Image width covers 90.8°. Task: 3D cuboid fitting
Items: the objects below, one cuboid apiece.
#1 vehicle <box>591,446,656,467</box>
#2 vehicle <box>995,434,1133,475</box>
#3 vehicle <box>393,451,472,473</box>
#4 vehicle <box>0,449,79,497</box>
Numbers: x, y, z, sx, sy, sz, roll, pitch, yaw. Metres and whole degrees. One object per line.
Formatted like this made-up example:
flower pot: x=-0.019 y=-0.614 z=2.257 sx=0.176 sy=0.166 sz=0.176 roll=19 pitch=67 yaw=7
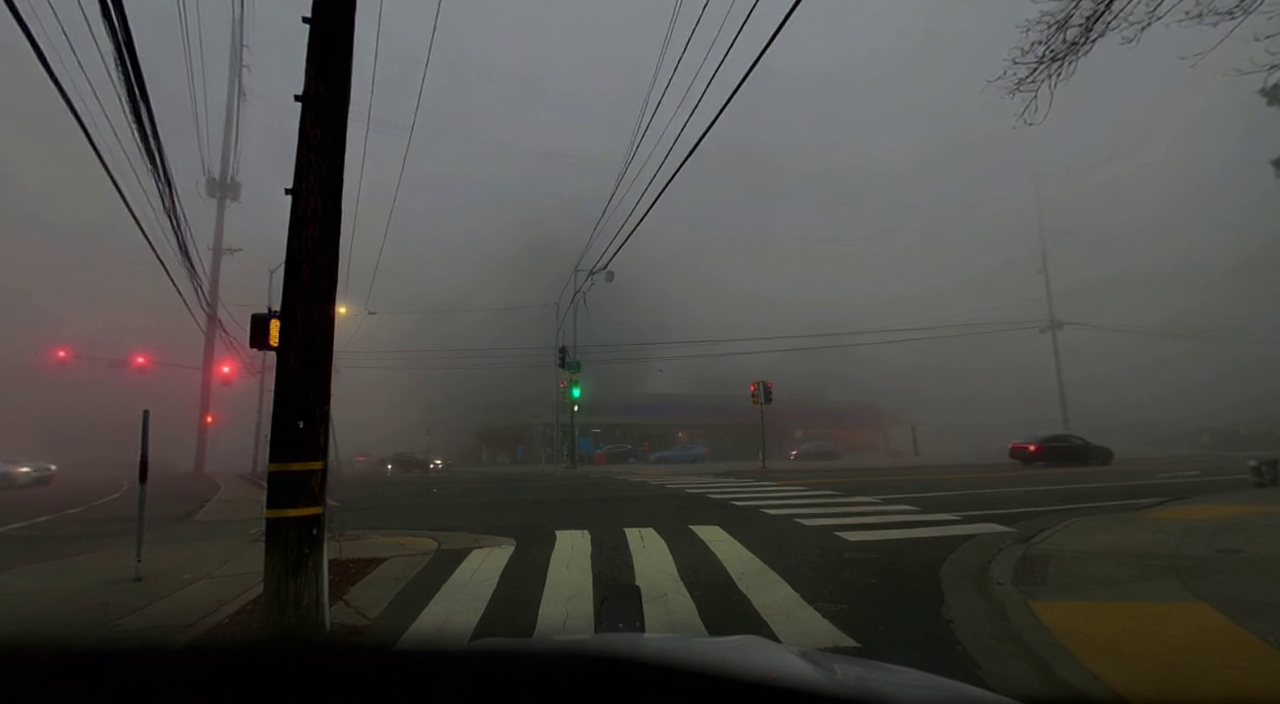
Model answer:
vehicle: x=-1.157 y=7.546 z=45.813 sx=4.391 sy=1.451 sz=1.717 roll=4 pitch=-9 yaw=-25
vehicle: x=16.793 y=4.045 z=25.050 sx=4.700 sy=1.479 sz=2.095 roll=3 pitch=-9 yaw=-21
vehicle: x=-14.133 y=7.444 z=42.982 sx=4.837 sy=1.407 sz=1.818 roll=4 pitch=-9 yaw=-26
vehicle: x=-21.427 y=4.009 z=21.315 sx=4.799 sy=1.438 sz=1.899 roll=-4 pitch=-9 yaw=26
